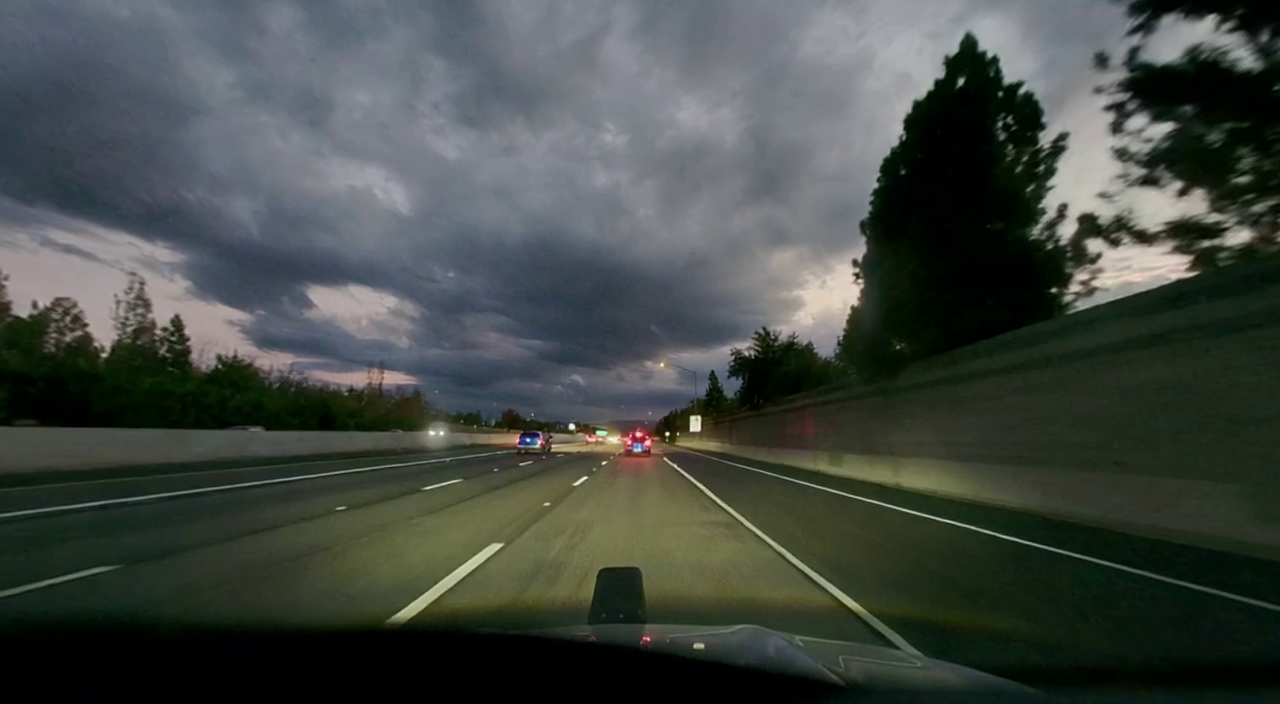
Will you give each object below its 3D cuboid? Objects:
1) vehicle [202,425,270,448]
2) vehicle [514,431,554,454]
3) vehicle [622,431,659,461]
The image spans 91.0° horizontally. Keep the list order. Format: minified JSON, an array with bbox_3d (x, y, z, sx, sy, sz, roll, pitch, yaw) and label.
[{"bbox_3d":[-28.370,5.976,44.367,1.930,1.565,4.282,0,-8,0],"label":"vehicle"},{"bbox_3d":[-7.490,6.469,44.868,2.019,1.523,4.396,0,-8,1],"label":"vehicle"},{"bbox_3d":[0.025,5.812,38.932,2.141,1.706,4.065,0,-8,0],"label":"vehicle"}]
